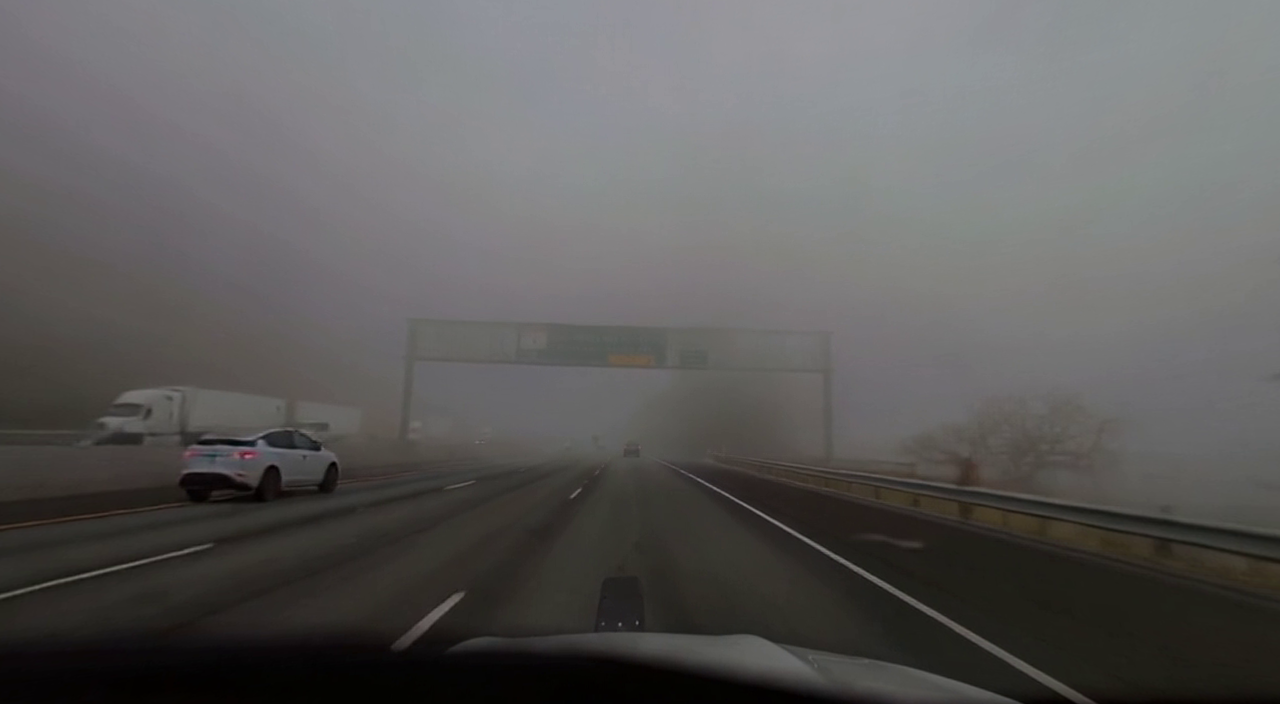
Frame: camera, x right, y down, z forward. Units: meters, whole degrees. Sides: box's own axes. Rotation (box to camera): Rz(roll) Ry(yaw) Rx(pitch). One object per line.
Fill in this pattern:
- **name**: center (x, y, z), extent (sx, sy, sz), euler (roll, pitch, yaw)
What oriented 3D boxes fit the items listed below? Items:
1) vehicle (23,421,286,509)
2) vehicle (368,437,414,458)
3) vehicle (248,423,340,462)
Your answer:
- **vehicle**: center (-10.549, 2.471, 14.380), extent (2.197, 1.654, 4.823), euler (0, -8, -1)
- **vehicle**: center (-18.221, 6.959, 46.305), extent (1.830, 1.457, 3.972), euler (0, -8, -1)
- **vehicle**: center (-17.696, 4.654, 32.588), extent (2.177, 1.876, 4.674), euler (0, -8, -1)
